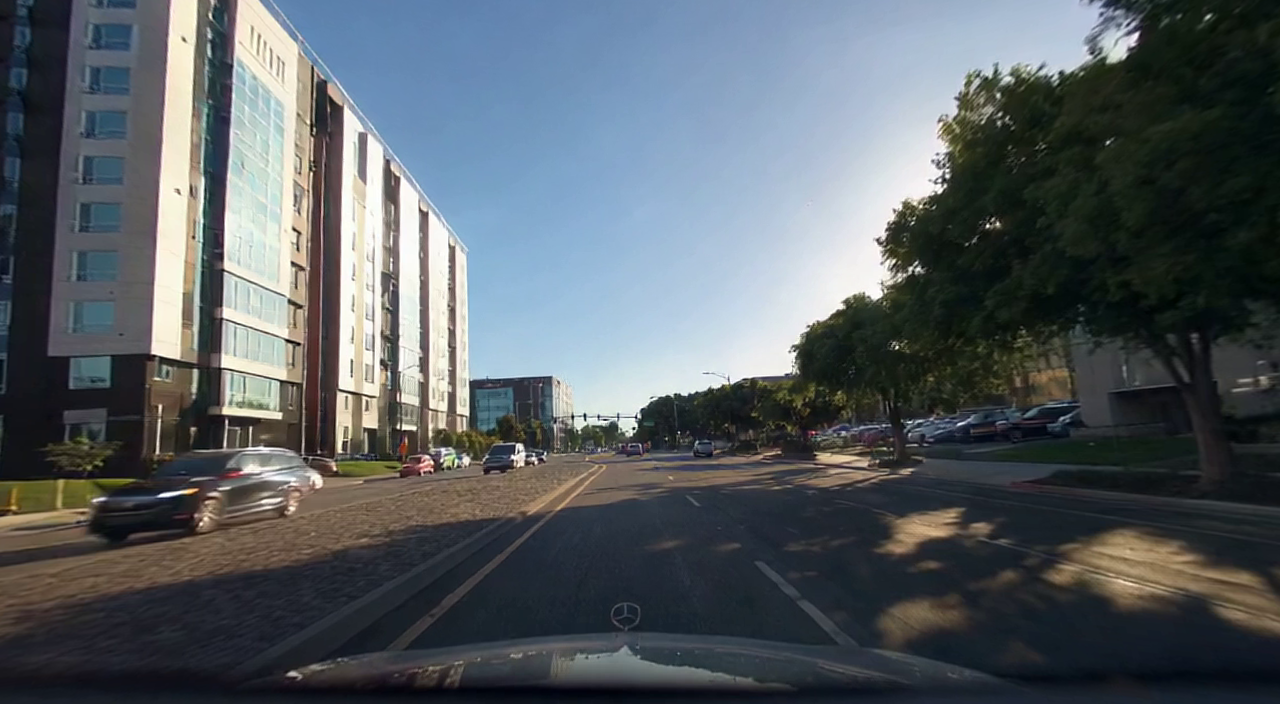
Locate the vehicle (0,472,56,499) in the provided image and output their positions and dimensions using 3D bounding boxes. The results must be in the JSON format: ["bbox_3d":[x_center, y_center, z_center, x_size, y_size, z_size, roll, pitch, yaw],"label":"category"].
[{"bbox_3d":[-48.511,10.293,48.871,1.899,1.841,4.900,0,-8,0],"label":"vehicle"}]

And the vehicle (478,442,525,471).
[{"bbox_3d":[-9.126,6.945,42.079,2.002,1.780,4.687,0,-9,1],"label":"vehicle"}]

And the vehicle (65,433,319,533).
[{"bbox_3d":[-8.975,2.632,13.334,1.995,1.706,4.572,0,-9,0],"label":"vehicle"}]
